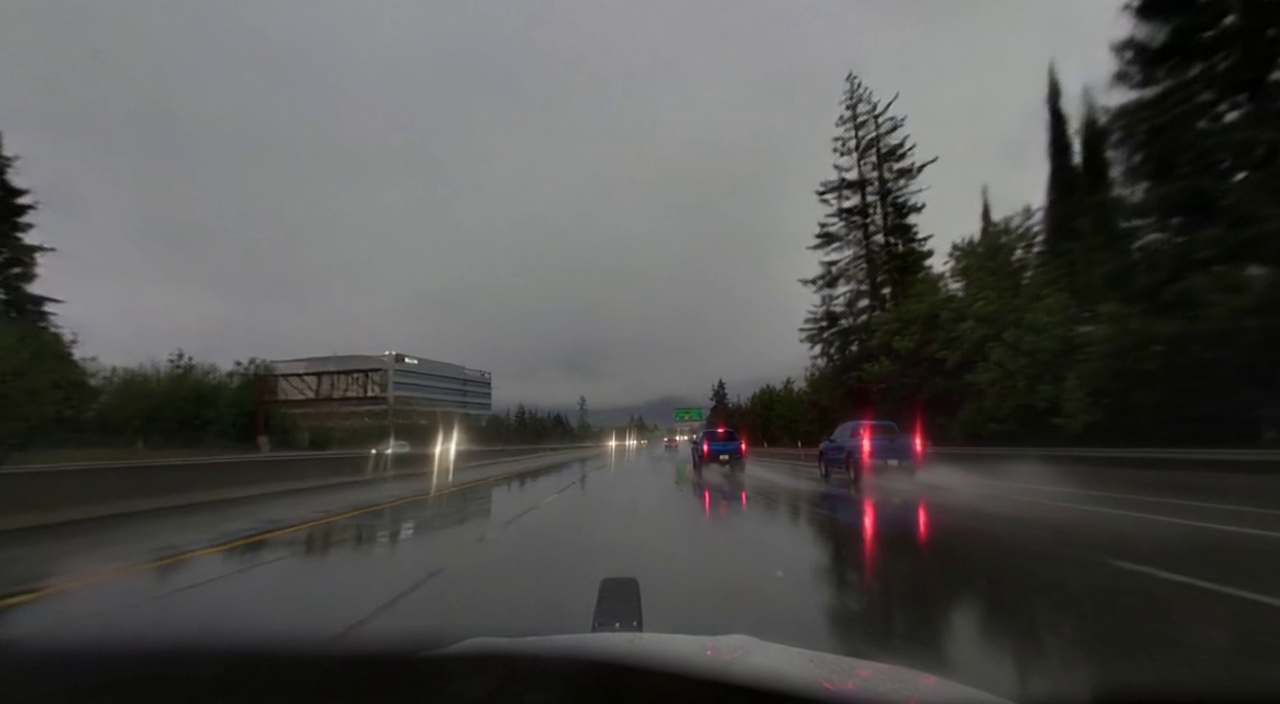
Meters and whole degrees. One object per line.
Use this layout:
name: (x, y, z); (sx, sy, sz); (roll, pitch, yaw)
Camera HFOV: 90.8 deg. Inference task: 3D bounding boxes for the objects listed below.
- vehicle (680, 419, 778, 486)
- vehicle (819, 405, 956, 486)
vehicle: (2.840, 3.377, 21.396); (2.462, 1.984, 4.718); (0, -8, -2)
vehicle: (7.762, 3.044, 20.581); (2.158, 2.268, 5.396); (0, -9, -1)
